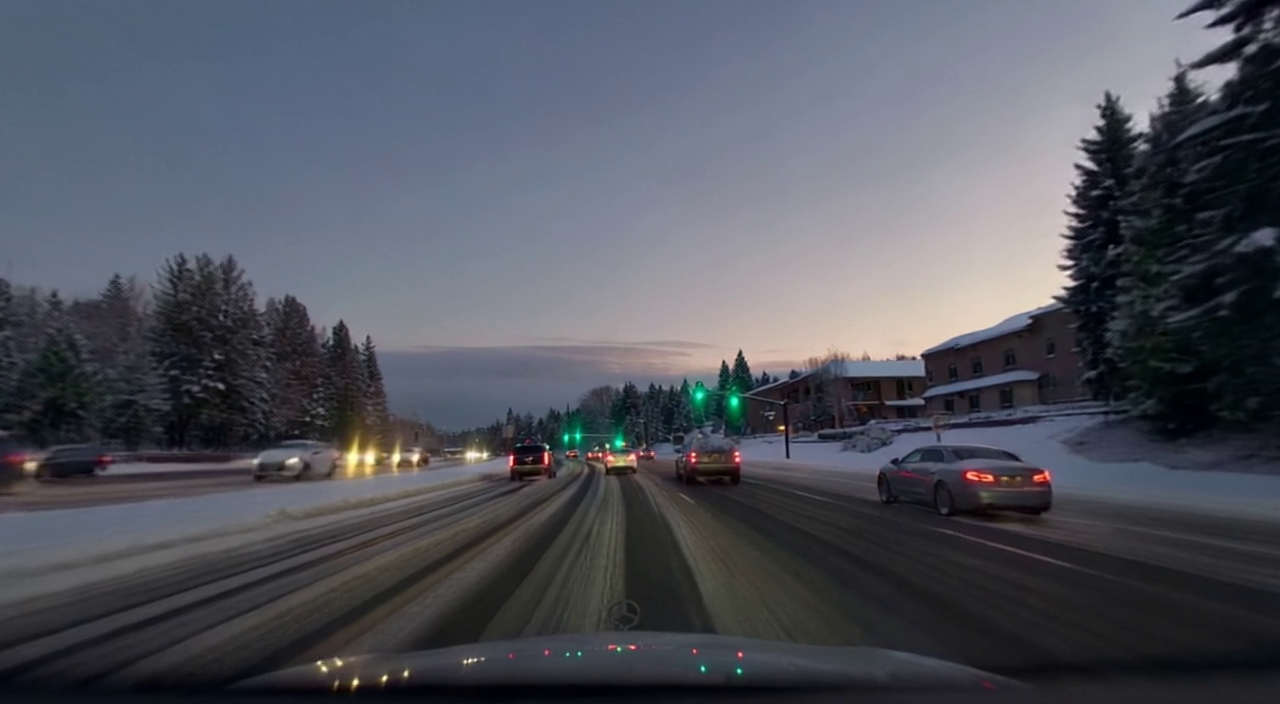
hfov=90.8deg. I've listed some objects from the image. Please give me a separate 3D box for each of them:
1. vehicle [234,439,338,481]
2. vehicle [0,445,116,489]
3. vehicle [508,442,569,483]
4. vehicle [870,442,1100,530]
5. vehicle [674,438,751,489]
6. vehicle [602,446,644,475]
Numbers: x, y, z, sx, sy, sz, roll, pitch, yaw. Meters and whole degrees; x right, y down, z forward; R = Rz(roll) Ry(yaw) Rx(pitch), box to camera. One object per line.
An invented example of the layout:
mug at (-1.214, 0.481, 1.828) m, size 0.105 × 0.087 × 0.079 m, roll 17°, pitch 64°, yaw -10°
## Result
vehicle at (-15.368, 4.689, 27.759) m, size 1.970 × 1.650 × 4.507 m, roll 0°, pitch -8°, yaw -1°
vehicle at (-22.493, 4.225, 23.603) m, size 1.919 × 1.462 × 4.580 m, roll 0°, pitch -8°, yaw -1°
vehicle at (-4.485, 4.922, 28.457) m, size 2.172 × 1.671 × 4.175 m, roll 0°, pitch -8°, yaw -2°
vehicle at (6.388, 2.490, 12.414) m, size 1.945 × 1.408 × 4.288 m, roll 0°, pitch -8°, yaw -3°
vehicle at (2.587, 4.110, 23.730) m, size 2.161 × 1.716 × 4.194 m, roll 0°, pitch -8°, yaw -4°
vehicle at (-0.983, 5.908, 34.636) m, size 2.155 × 1.486 × 4.403 m, roll 0°, pitch -8°, yaw -3°
